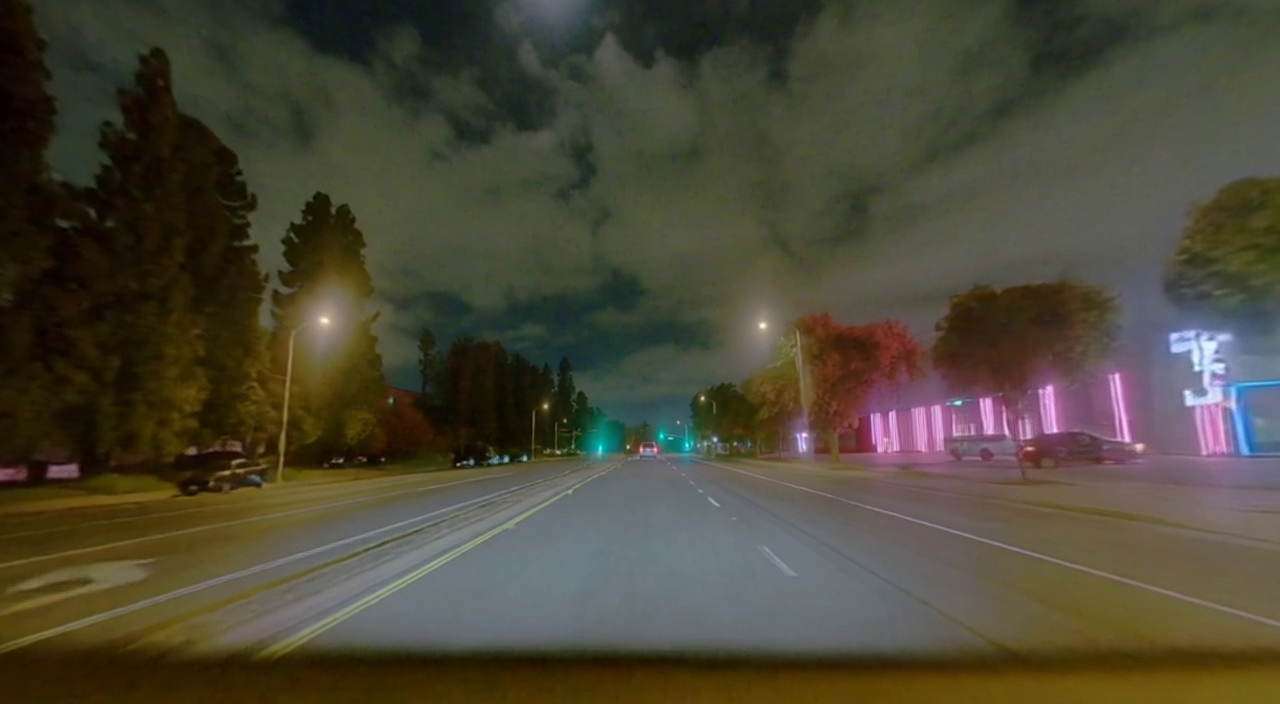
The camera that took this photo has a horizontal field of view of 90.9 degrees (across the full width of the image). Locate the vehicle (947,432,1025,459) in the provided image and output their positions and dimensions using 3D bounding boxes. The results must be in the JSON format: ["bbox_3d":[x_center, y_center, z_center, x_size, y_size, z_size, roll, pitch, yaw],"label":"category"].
[{"bbox_3d":[23.253,6.318,42.614,2.217,1.737,4.962,1,-8,-3],"label":"vehicle"}]

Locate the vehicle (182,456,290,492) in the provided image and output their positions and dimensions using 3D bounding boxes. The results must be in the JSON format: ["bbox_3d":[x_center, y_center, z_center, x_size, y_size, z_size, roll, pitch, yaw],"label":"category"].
[{"bbox_3d":[-18.833,5.694,29.719,1.815,1.453,4.870,0,-8,1],"label":"vehicle"}]

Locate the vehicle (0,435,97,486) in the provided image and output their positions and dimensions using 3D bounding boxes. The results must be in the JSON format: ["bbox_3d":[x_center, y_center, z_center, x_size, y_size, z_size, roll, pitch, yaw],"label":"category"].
[{"bbox_3d":[-28.209,4.865,28.597,5.585,2.094,2.476,-2,-9,15],"label":"vehicle"}]
